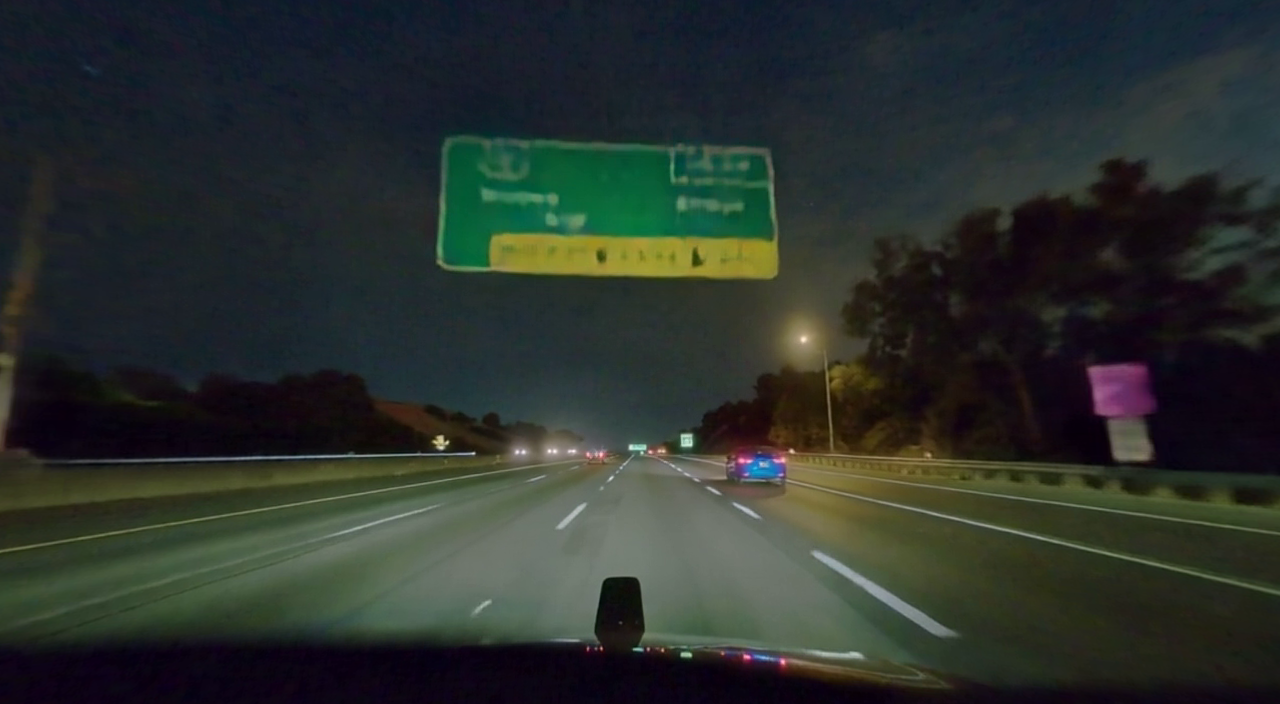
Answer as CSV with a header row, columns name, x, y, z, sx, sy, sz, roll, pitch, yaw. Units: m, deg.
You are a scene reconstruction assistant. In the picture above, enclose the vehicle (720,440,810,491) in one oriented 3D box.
name,x,y,z,sx,sy,sz,roll,pitch,yaw
vehicle,3.989,3.722,20.937,2.033,1.501,4.398,0,-9,-1
